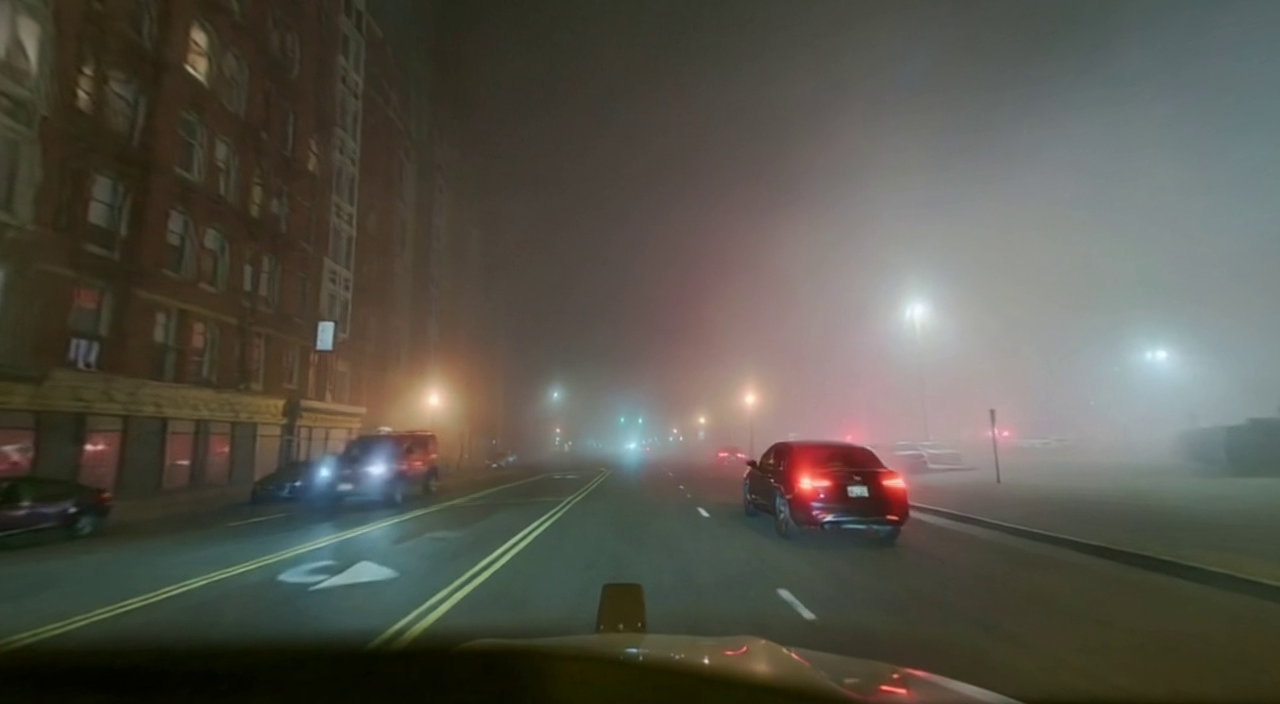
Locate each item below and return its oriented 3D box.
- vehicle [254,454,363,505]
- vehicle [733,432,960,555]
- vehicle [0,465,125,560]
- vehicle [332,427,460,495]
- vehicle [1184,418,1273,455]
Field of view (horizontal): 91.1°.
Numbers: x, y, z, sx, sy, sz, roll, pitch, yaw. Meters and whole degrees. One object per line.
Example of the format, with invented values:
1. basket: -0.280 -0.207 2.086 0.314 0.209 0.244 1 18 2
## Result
1. vehicle: -12.234 4.685 23.509 1.867 1.583 4.108 -1 -8 -1
2. vehicle: 2.928 2.103 10.112 2.080 1.524 4.348 0 -8 -1
3. vehicle: -12.228 2.953 11.367 1.910 1.511 4.565 -1 -7 0
4. vehicle: -8.391 3.808 22.289 2.379 2.086 5.321 0 -8 0
5. vehicle: 32.410 4.740 34.745 2.005 1.825 4.889 -5 -10 25
